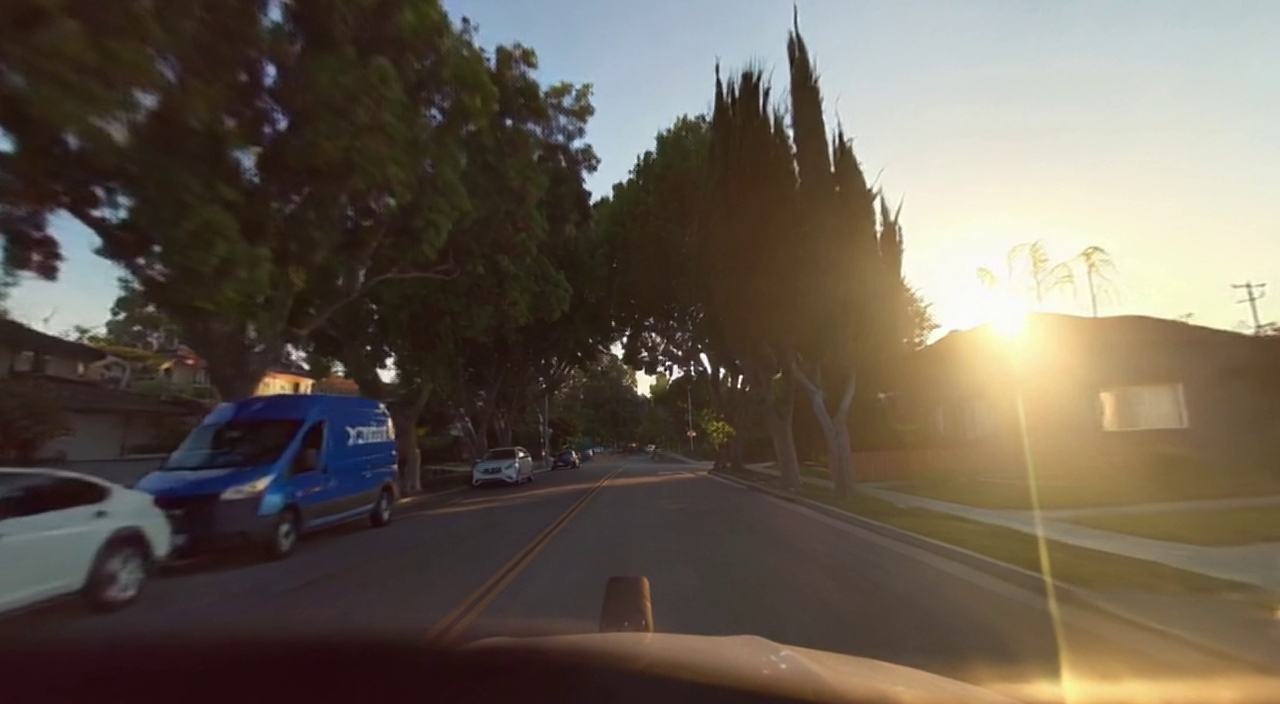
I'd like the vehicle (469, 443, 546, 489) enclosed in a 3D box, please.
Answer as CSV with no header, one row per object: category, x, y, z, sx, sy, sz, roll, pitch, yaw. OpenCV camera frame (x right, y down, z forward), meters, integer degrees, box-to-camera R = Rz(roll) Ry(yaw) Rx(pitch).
vehicle,-5.021,4.344,24.500,2.038,1.571,4.524,0,-8,0

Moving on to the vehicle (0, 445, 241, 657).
vehicle,-5.620,1.503,4.890,1.909,1.517,4.580,0,-8,2

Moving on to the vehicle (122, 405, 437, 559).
vehicle,-5.640,2.099,11.070,2.315,2.008,5.343,0,-8,0

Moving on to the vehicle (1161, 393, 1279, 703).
vehicle,3.197,0.643,0.343,1.945,1.514,4.552,0,-8,0
